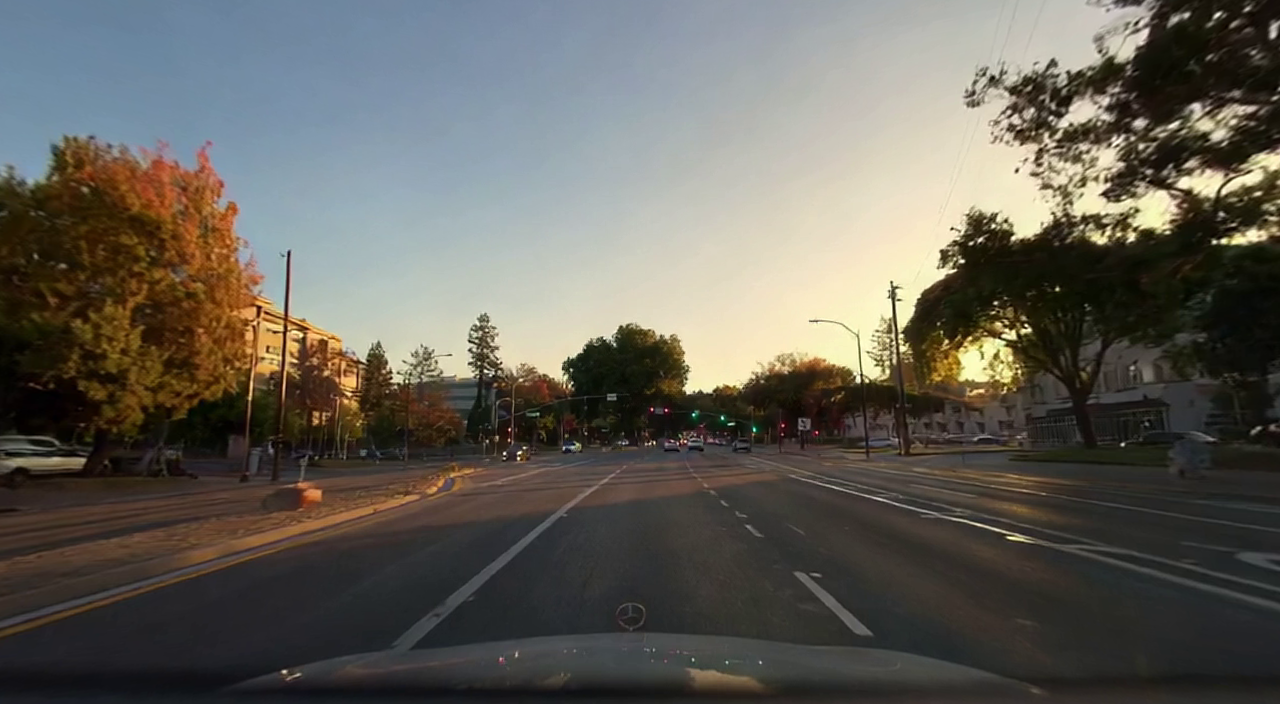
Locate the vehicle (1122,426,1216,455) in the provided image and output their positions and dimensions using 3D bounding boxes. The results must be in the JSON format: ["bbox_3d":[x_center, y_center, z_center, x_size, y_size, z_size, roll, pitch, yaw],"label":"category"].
[{"bbox_3d":[28.069,4.706,33.601,1.864,1.431,3.703,-1,-8,4],"label":"vehicle"}]

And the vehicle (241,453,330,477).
[{"bbox_3d":[-23.038,7.326,41.071,4.606,1.458,1.837,1,-8,-5],"label":"vehicle"}]

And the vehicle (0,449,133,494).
[{"bbox_3d":[-25.576,5.185,27.860,1.962,1.776,4.701,-1,-8,8],"label":"vehicle"}]

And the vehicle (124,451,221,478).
[{"bbox_3d":[-30.219,7.309,40.871,4.585,1.636,2.000,0,-10,-2],"label":"vehicle"}]
